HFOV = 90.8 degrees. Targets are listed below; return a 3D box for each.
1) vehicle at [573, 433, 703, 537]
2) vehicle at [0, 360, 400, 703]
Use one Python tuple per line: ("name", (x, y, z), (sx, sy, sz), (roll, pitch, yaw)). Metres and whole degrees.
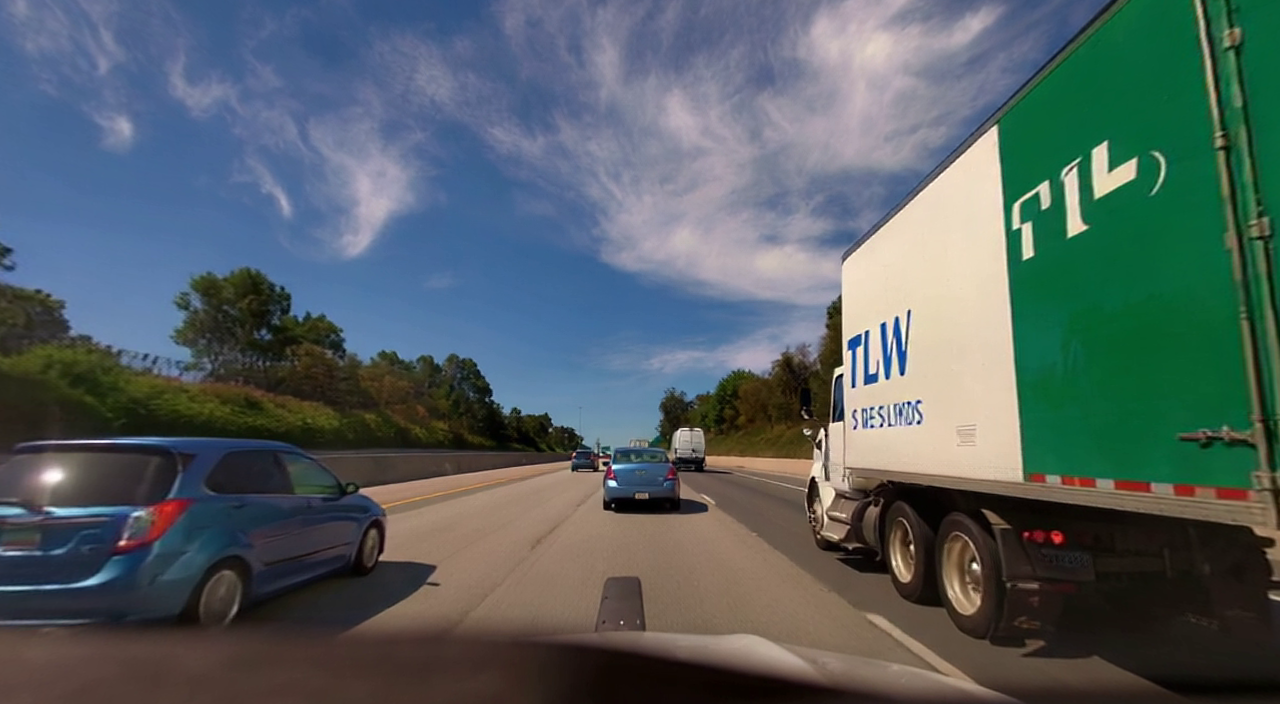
("vehicle", (-0.046, 2.317, 11.434), (1.973, 1.574, 3.426), (0, -9, -1))
("vehicle", (-3.473, 1.136, 4.084), (1.985, 1.671, 4.604), (0, -9, 0))
